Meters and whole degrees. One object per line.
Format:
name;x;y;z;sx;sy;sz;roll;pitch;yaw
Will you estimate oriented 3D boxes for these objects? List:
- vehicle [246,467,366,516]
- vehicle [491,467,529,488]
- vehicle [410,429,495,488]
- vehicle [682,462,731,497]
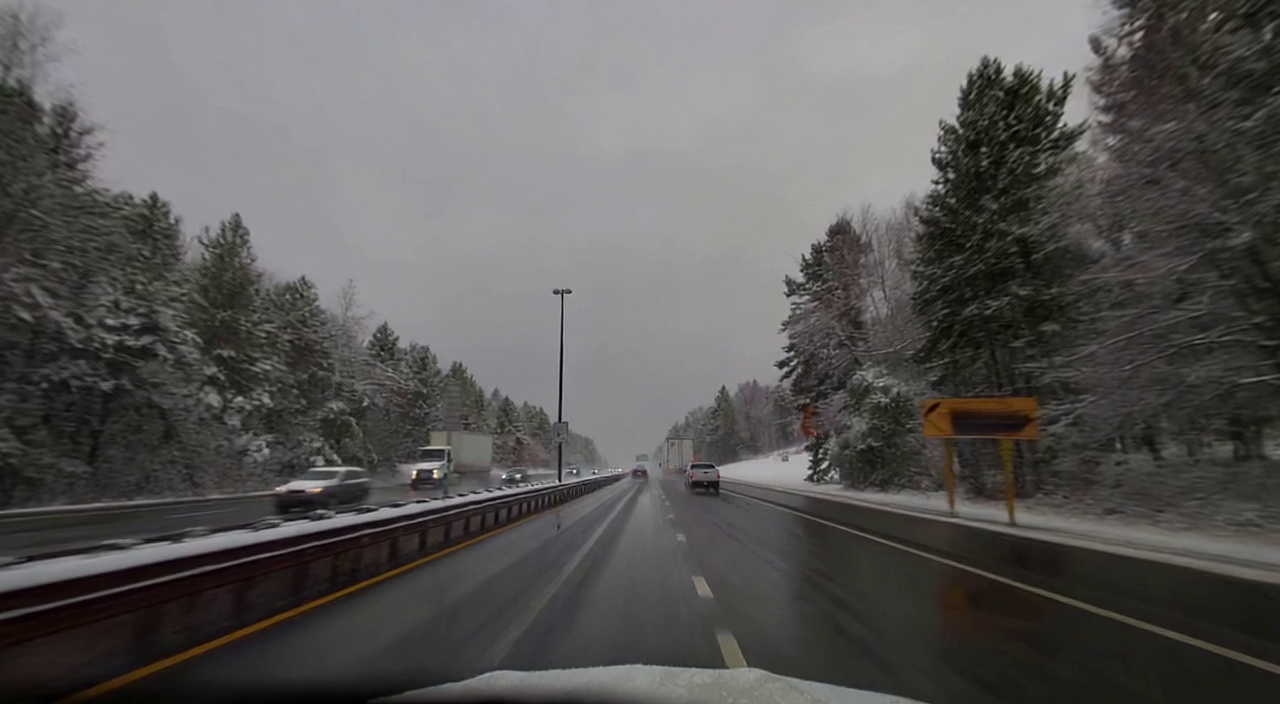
vehicle;-10.767;4.510;20.664;1.830;1.411;3.720;1;-10;1
vehicle;-9.578;9.264;46.768;1.881;1.438;3.903;0;-10;2
vehicle;-13.976;8.219;48.109;2.926;3.944;10.427;0;-10;2
vehicle;3.366;6.584;32.774;2.124;1.662;4.641;1;-10;1
